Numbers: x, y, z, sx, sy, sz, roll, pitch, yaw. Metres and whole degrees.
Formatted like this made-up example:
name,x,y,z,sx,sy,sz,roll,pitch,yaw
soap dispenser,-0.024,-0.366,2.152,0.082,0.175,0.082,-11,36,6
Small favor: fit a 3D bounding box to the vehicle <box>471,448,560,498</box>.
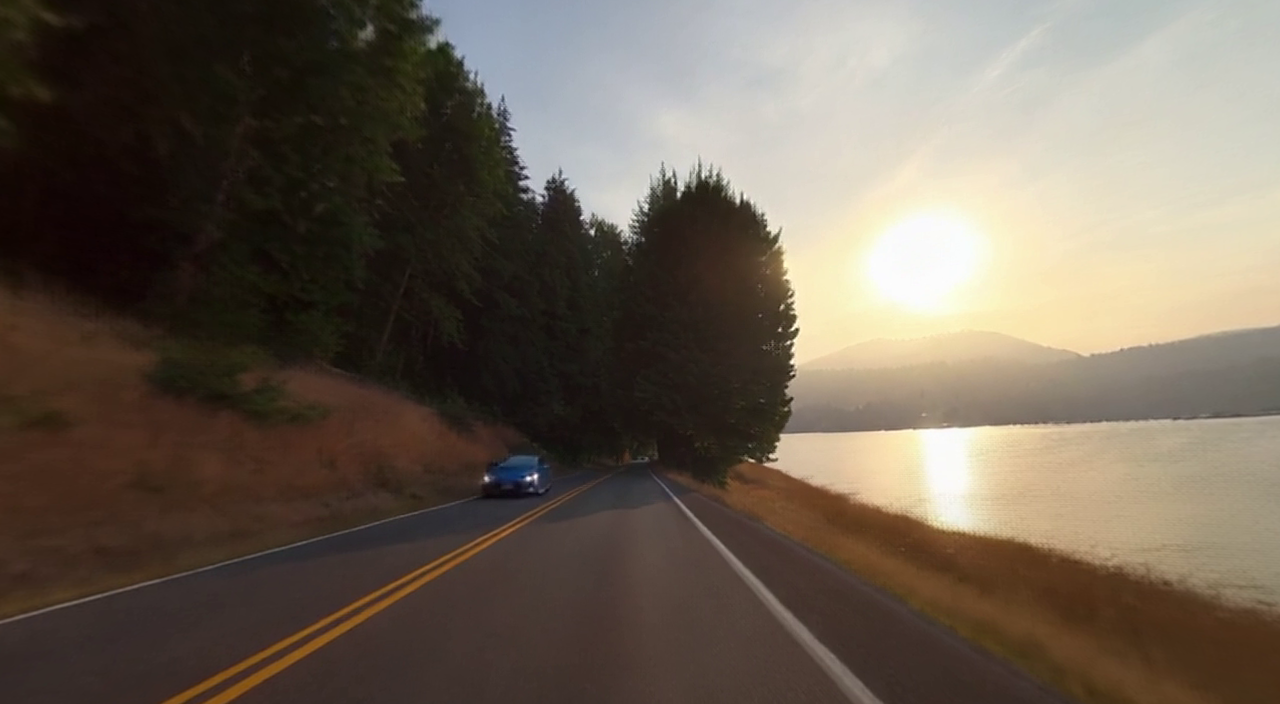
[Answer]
name,x,y,z,sx,sy,sz,roll,pitch,yaw
vehicle,-4.265,4.217,22.477,2.179,1.579,4.637,0,-9,1
